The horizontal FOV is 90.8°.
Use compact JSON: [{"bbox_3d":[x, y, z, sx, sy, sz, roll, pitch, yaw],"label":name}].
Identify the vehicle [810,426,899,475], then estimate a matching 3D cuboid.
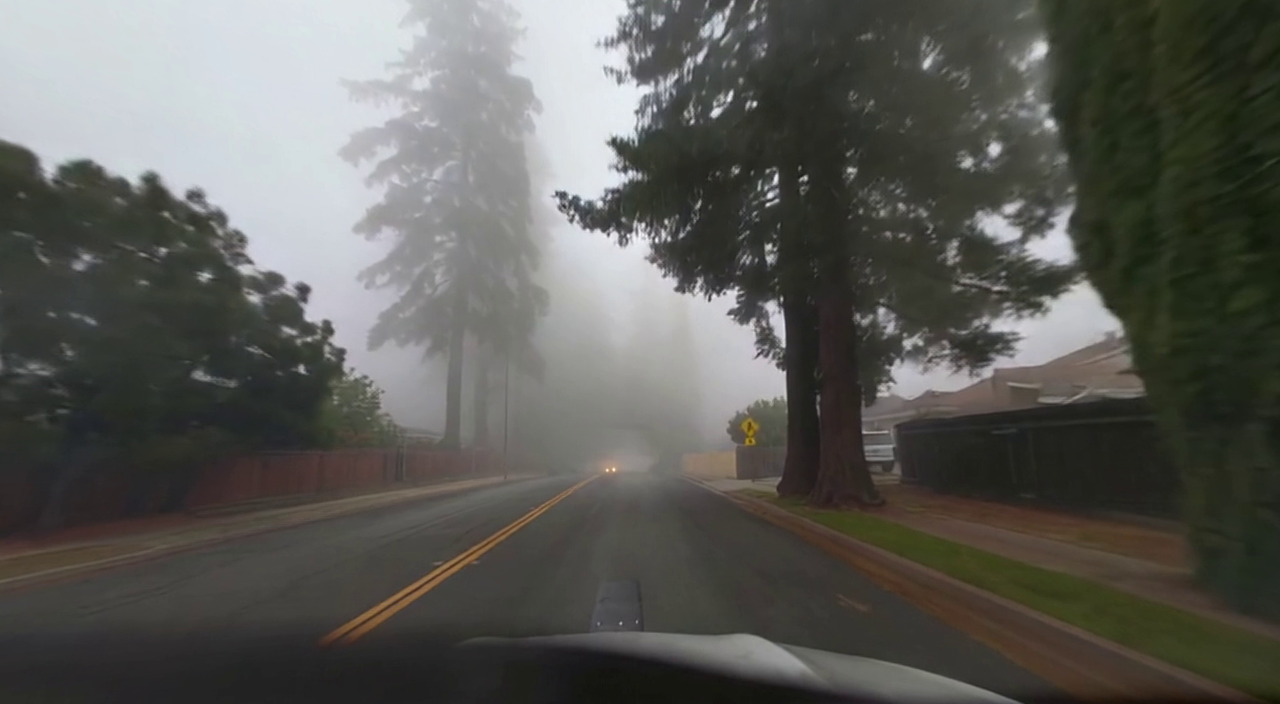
[{"bbox_3d":[9.882,4.615,29.748,2.335,2.028,6.172,-1,-9,4],"label":"vehicle"}]
